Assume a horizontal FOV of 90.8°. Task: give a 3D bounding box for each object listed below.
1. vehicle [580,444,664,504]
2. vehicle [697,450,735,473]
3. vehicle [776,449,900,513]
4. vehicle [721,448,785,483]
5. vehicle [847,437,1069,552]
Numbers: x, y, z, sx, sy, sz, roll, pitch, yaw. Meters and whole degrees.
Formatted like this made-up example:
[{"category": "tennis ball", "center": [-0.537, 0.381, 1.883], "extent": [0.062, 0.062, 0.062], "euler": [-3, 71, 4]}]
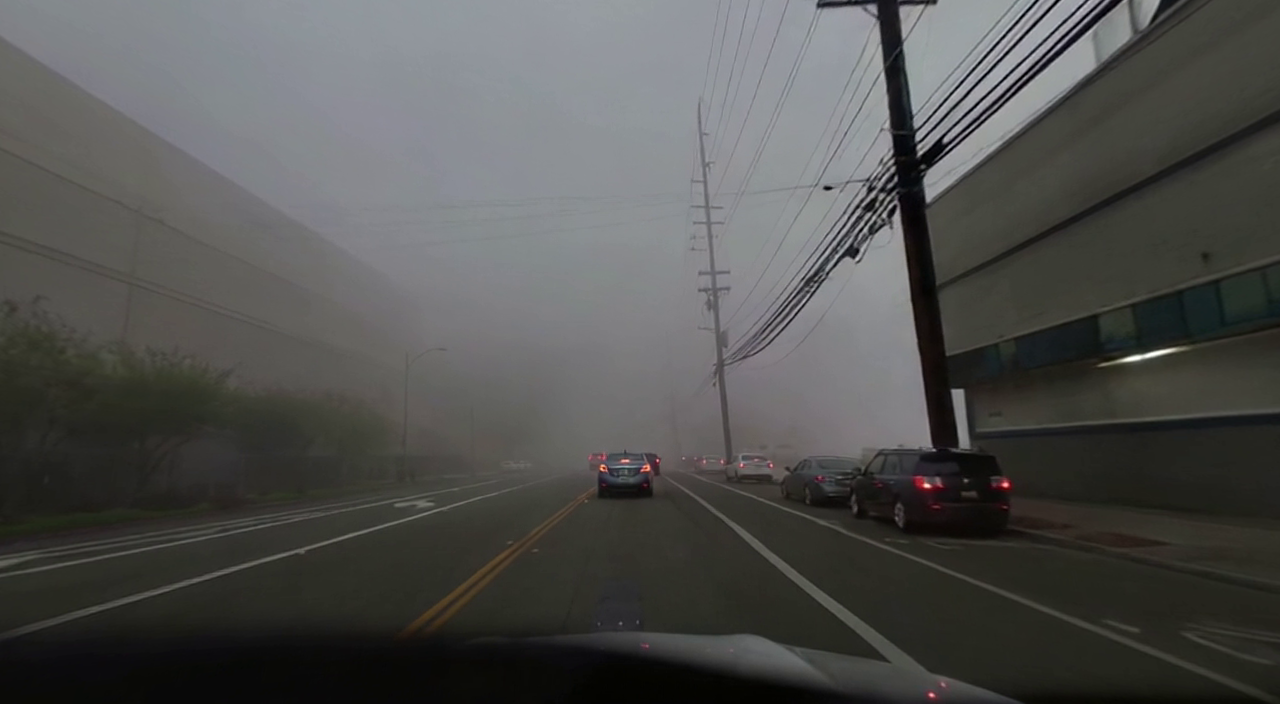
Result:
[{"category": "vehicle", "center": [-0.452, 3.391, 18.035], "extent": [2.116, 1.479, 3.980], "euler": [0, -8, 0]}, {"category": "vehicle", "center": [5.195, 7.545, 43.668], "extent": [1.987, 1.459, 4.677], "euler": [0, -8, -1]}, {"category": "vehicle", "center": [4.996, 3.287, 16.632], "extent": [1.761, 1.413, 4.272], "euler": [0, -8, -2]}, {"category": "vehicle", "center": [5.271, 5.373, 30.218], "extent": [2.108, 1.471, 4.948], "euler": [0, -8, -1]}, {"category": "vehicle", "center": [5.118, 2.288, 10.853], "extent": [1.779, 1.592, 3.740], "euler": [0, -8, -1]}]
